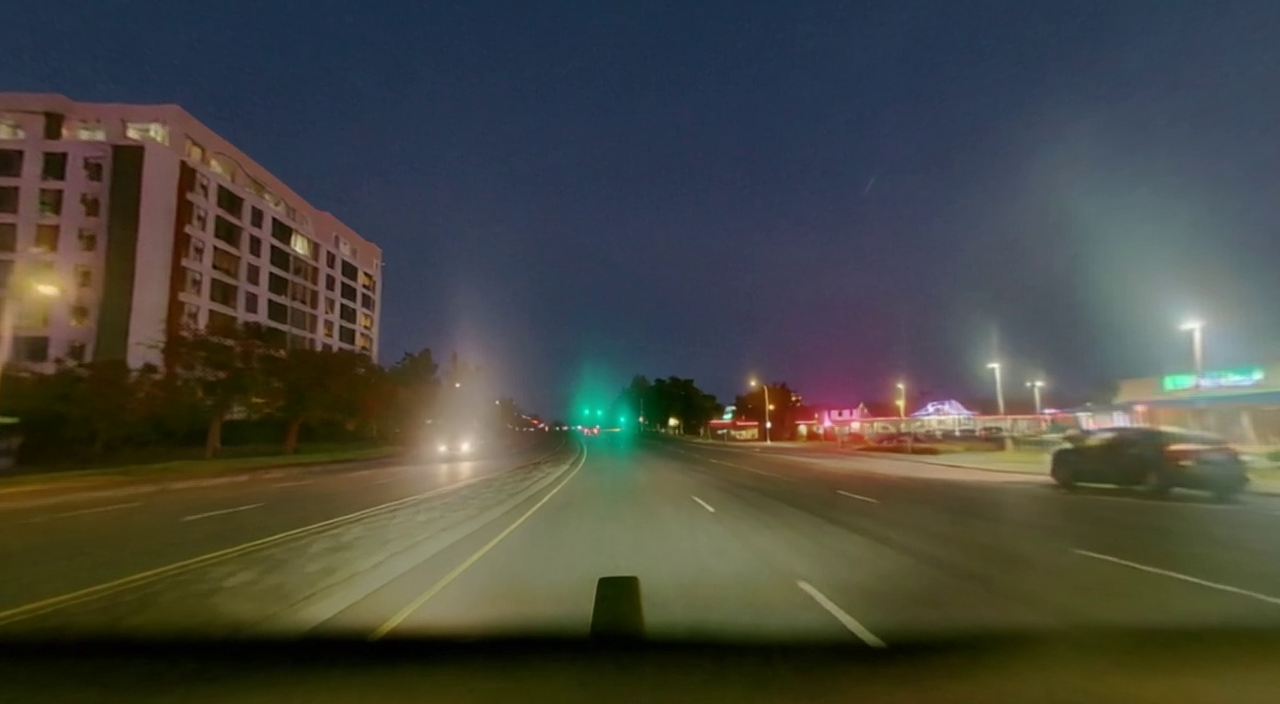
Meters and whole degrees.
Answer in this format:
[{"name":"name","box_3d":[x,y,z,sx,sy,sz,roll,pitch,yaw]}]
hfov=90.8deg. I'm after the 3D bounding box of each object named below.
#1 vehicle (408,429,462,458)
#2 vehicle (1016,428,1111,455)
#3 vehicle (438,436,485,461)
[{"name":"vehicle","box_3d":[-15.278,6.894,47.506,2.289,1.954,5.918,0,-8,-2]},{"name":"vehicle","box_3d":[26.180,5.563,39.178,4.442,1.557,1.924,0,-8,0]},{"name":"vehicle","box_3d":[-11.400,6.172,40.581,1.963,1.518,4.278,0,-8,-2]}]
